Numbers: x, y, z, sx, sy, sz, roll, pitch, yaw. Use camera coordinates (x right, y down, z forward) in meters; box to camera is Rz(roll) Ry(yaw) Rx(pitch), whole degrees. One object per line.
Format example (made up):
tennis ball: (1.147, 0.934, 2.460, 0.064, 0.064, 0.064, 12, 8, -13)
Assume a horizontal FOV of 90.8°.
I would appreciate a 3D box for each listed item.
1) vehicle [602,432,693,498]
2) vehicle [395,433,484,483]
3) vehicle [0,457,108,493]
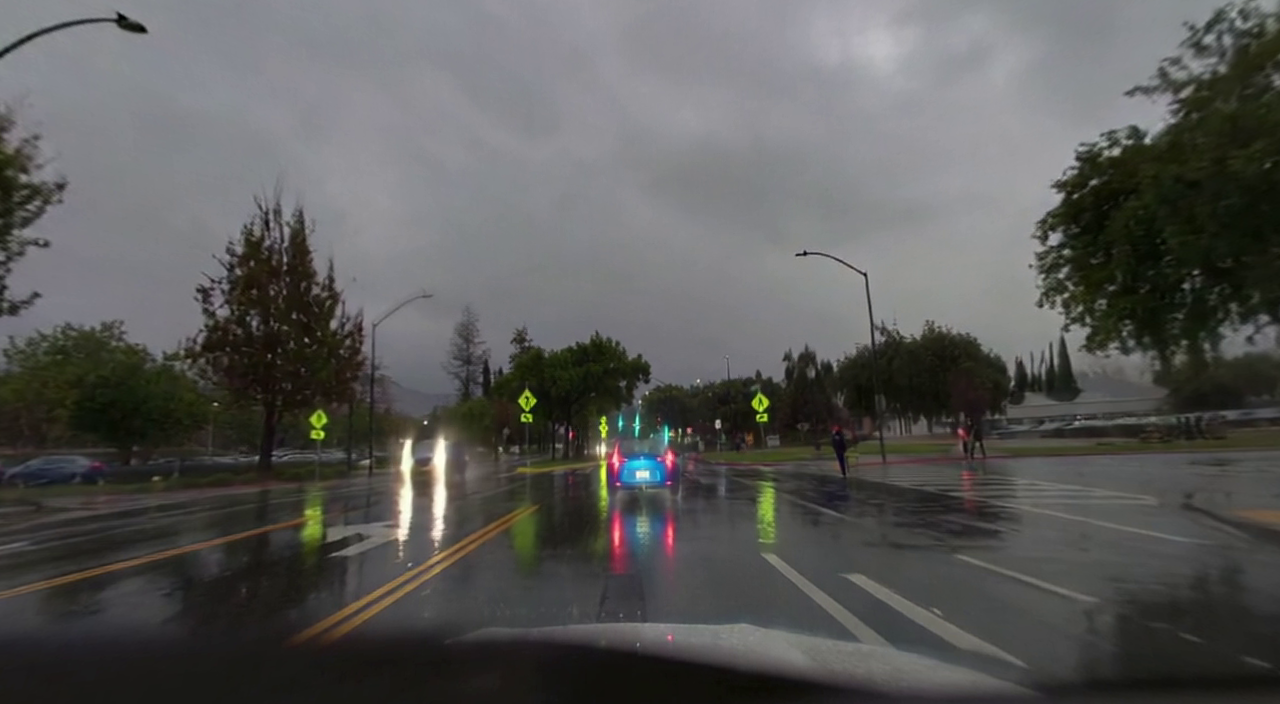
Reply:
vehicle: (0.133, 3.051, 17.579, 2.221, 1.570, 4.398, 0, -8, -1)
vehicle: (-8.537, 4.548, 27.429, 2.179, 1.933, 5.034, 0, -8, 0)
vehicle: (-30.332, 6.241, 32.379, 2.024, 1.558, 4.830, 0, -8, -3)
